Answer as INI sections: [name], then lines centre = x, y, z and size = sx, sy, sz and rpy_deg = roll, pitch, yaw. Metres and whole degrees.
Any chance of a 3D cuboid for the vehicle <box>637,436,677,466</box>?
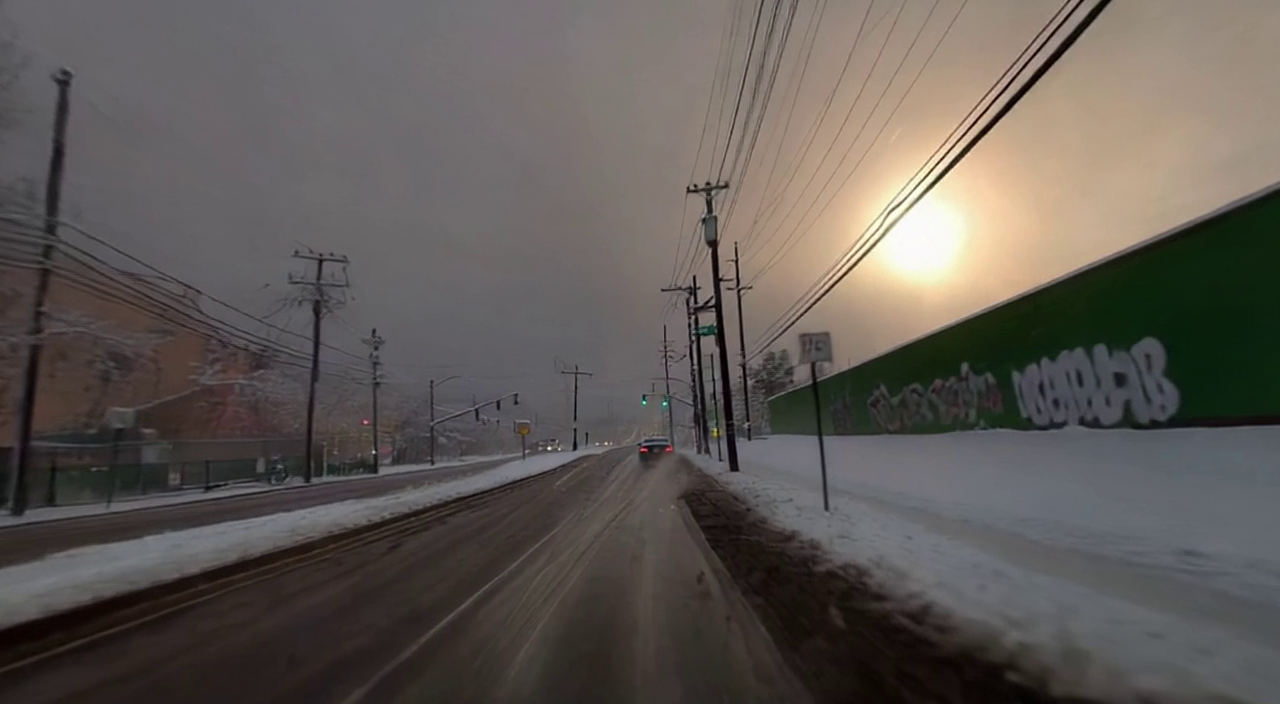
[vehicle]
centre = 0.989, 5.528, 35.398
size = 2.105, 1.611, 3.750
rpy_deg = -1, -8, 3
